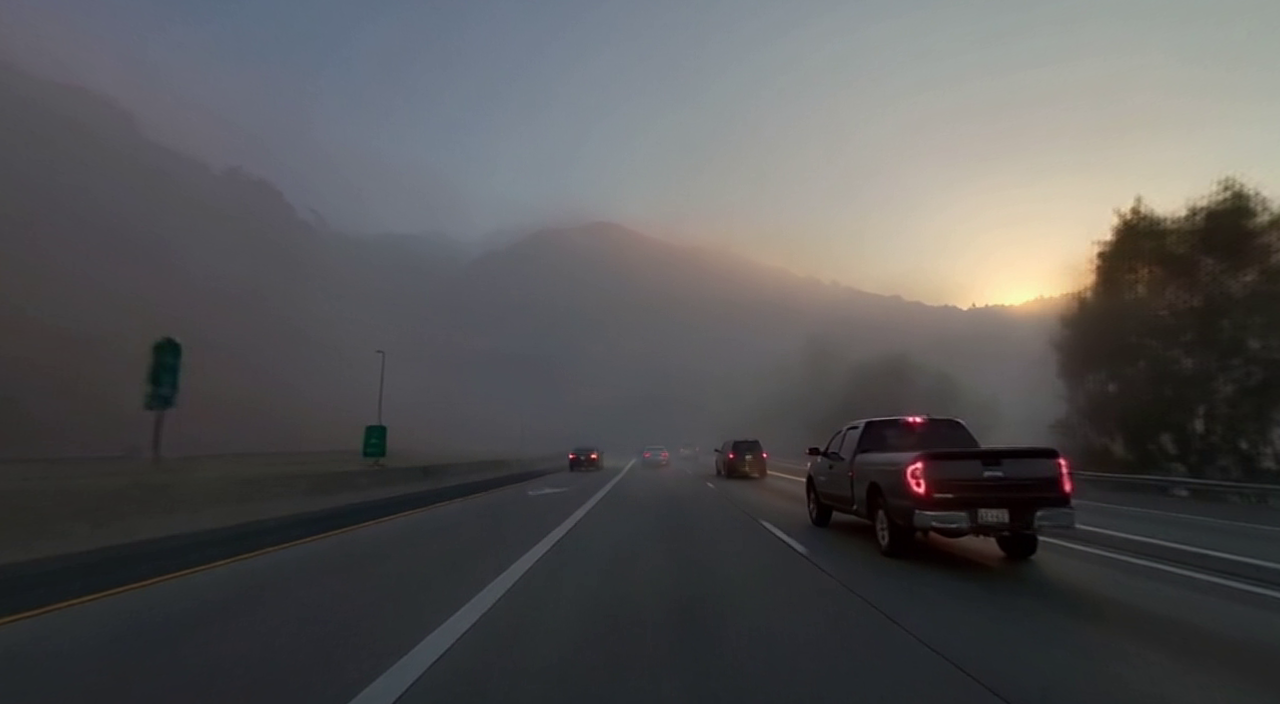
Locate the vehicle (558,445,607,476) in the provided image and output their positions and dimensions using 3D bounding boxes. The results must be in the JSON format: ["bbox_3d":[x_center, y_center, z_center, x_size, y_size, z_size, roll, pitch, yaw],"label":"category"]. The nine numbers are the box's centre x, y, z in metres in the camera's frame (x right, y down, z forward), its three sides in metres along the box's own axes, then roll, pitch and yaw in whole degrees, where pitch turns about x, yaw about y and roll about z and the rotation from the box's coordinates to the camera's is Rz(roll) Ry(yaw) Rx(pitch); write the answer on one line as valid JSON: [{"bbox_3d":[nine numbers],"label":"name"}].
[{"bbox_3d":[-3.031,5.840,34.188,2.109,1.530,4.646,0,-8,1],"label":"vehicle"}]

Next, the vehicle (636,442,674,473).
[{"bbox_3d":[0.768,5.715,34.402,1.959,1.604,4.065,0,-8,0],"label":"vehicle"}]

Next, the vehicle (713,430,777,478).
[{"bbox_3d":[4.679,4.612,28.753,2.057,1.958,4.495,0,-9,-1],"label":"vehicle"}]

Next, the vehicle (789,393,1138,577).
[{"bbox_3d":[3.895,1.742,9.112,2.229,1.837,5.387,0,-8,1],"label":"vehicle"}]
